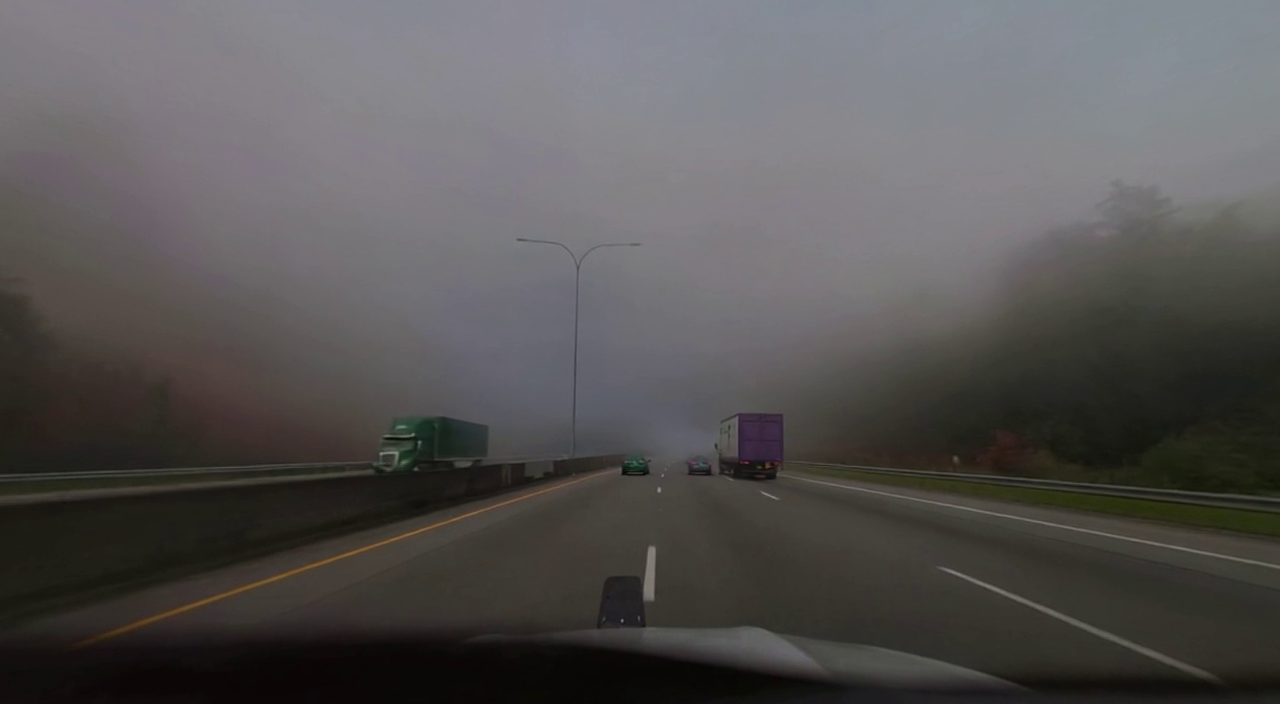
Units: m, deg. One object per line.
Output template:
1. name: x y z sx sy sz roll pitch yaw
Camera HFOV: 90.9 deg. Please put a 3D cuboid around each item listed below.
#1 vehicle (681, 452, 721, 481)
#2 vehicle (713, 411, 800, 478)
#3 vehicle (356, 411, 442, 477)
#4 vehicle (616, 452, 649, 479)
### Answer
1. vehicle: 3.444 6.525 36.099 1.957 1.541 4.099 0 -9 1
2. vehicle: 7.792 6.730 45.283 3.476 3.855 16.742 0 -9 1
3. vehicle: -15.801 6.142 41.861 2.938 4.020 6.109 -1 -9 3
4. vehicle: -0.416 7.068 39.553 1.960 1.579 4.384 0 -9 1
